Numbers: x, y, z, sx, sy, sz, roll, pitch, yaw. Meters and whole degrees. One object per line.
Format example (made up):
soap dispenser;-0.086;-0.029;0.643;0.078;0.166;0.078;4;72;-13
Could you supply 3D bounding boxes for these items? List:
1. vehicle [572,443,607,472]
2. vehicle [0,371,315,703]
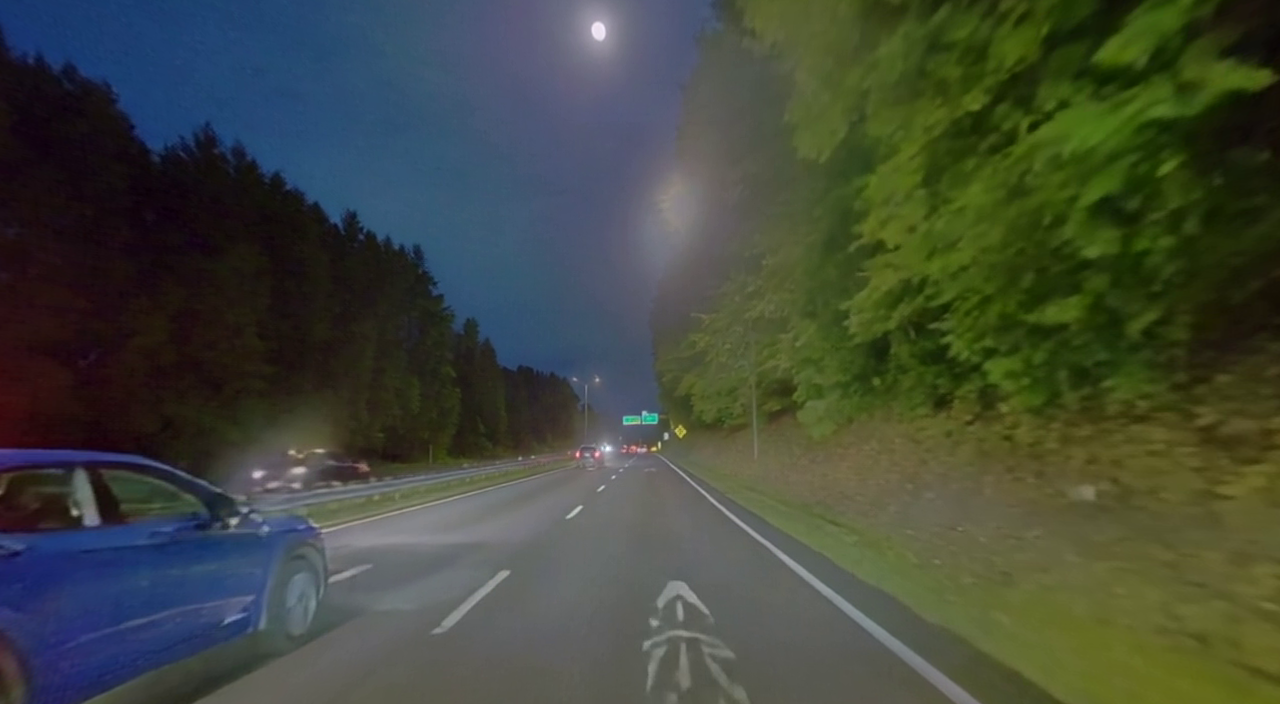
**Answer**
vehicle;-2.855;6.038;36.246;1.675;1.537;3.574;0;-9;1
vehicle;-3.240;0.920;2.621;1.846;1.566;3.525;0;-9;0
